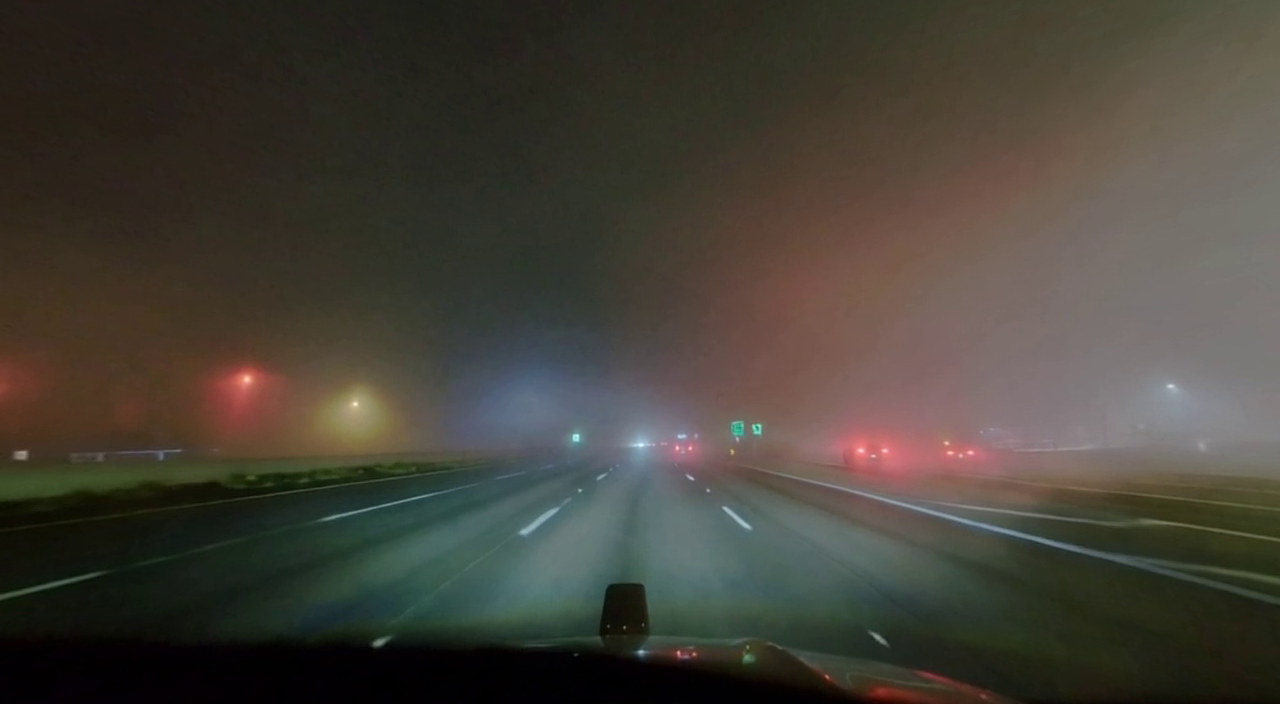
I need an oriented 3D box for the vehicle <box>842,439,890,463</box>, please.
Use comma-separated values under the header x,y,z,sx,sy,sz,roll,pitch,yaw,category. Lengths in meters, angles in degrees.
x,y,z,sx,sy,sz,roll,pitch,yaw,category
16.142,7.100,45.294,2.039,1.658,4.457,-1,-8,3,vehicle
